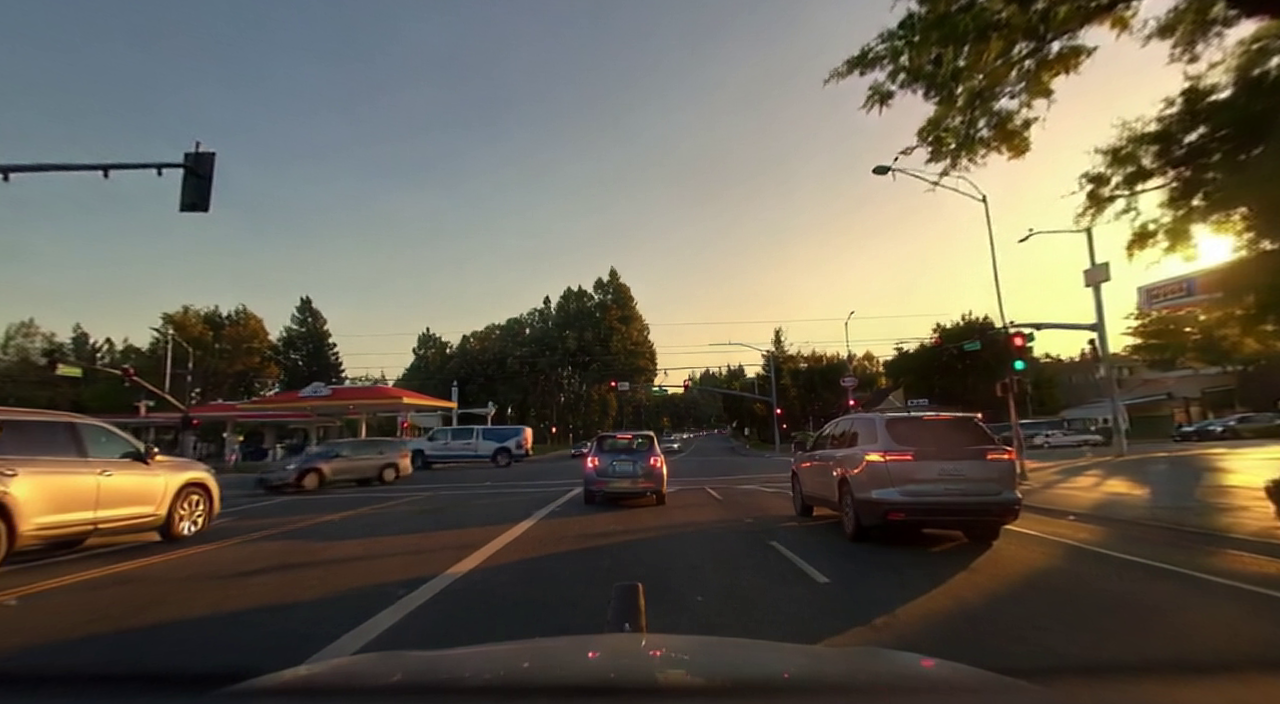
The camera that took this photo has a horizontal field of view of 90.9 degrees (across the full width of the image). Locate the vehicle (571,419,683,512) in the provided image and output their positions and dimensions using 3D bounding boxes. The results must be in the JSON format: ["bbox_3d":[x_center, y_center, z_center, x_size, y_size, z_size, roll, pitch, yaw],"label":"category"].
[{"bbox_3d":[-0.218,2.394,13.712,2.067,1.702,3.987,0,-8,1],"label":"vehicle"}]

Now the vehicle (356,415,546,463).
[{"bbox_3d":[-13.311,6.309,45.456,12.640,3.321,2.995,1,-8,-3],"label":"vehicle"}]

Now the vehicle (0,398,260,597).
[{"bbox_3d":[-6.757,1.492,6.897,2.011,1.774,4.866,0,-8,2],"label":"vehicle"}]

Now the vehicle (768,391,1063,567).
[{"bbox_3d":[3.245,1.606,8.638,2.083,1.779,4.347,0,-8,0],"label":"vehicle"}]

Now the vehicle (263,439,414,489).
[{"bbox_3d":[-10.059,3.746,21.460,1.847,1.508,4.366,-4,-9,25],"label":"vehicle"}]

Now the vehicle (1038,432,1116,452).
[{"bbox_3d":[33.428,6.885,48.252,4.562,1.456,1.825,0,-8,1],"label":"vehicle"}]
